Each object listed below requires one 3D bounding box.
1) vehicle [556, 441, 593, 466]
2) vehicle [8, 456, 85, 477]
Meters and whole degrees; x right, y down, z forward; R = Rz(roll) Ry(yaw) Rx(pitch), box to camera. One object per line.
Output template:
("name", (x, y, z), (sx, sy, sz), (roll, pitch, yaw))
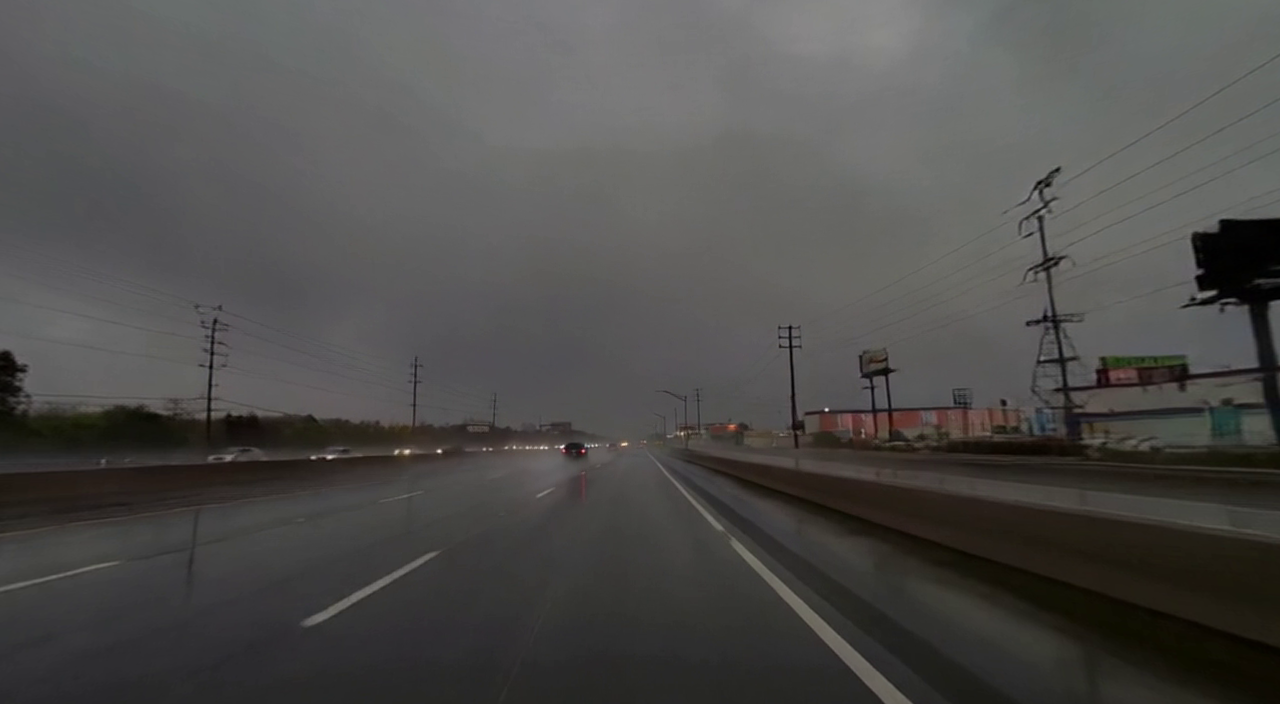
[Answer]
("vehicle", (-4.241, 6.667, 41.660), (1.940, 1.479, 4.545), (0, -8, 0))
("vehicle", (-45.912, 8.816, 48.986), (1.856, 1.470, 4.231), (0, -8, 0))
